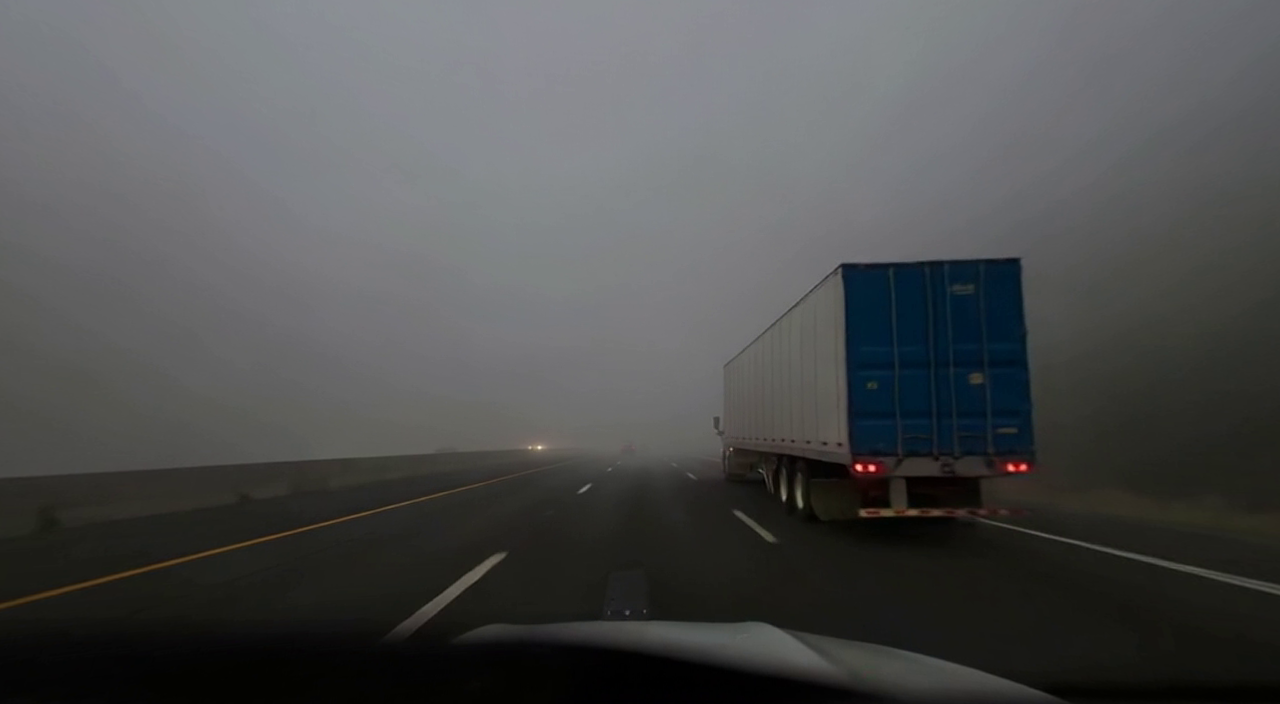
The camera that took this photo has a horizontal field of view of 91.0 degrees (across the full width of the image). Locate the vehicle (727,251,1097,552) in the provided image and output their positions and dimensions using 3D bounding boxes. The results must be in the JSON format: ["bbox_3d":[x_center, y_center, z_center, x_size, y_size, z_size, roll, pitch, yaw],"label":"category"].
[{"bbox_3d":[4.141,1.407,13.763,2.870,3.768,11.872,0,-8,0],"label":"vehicle"}]
